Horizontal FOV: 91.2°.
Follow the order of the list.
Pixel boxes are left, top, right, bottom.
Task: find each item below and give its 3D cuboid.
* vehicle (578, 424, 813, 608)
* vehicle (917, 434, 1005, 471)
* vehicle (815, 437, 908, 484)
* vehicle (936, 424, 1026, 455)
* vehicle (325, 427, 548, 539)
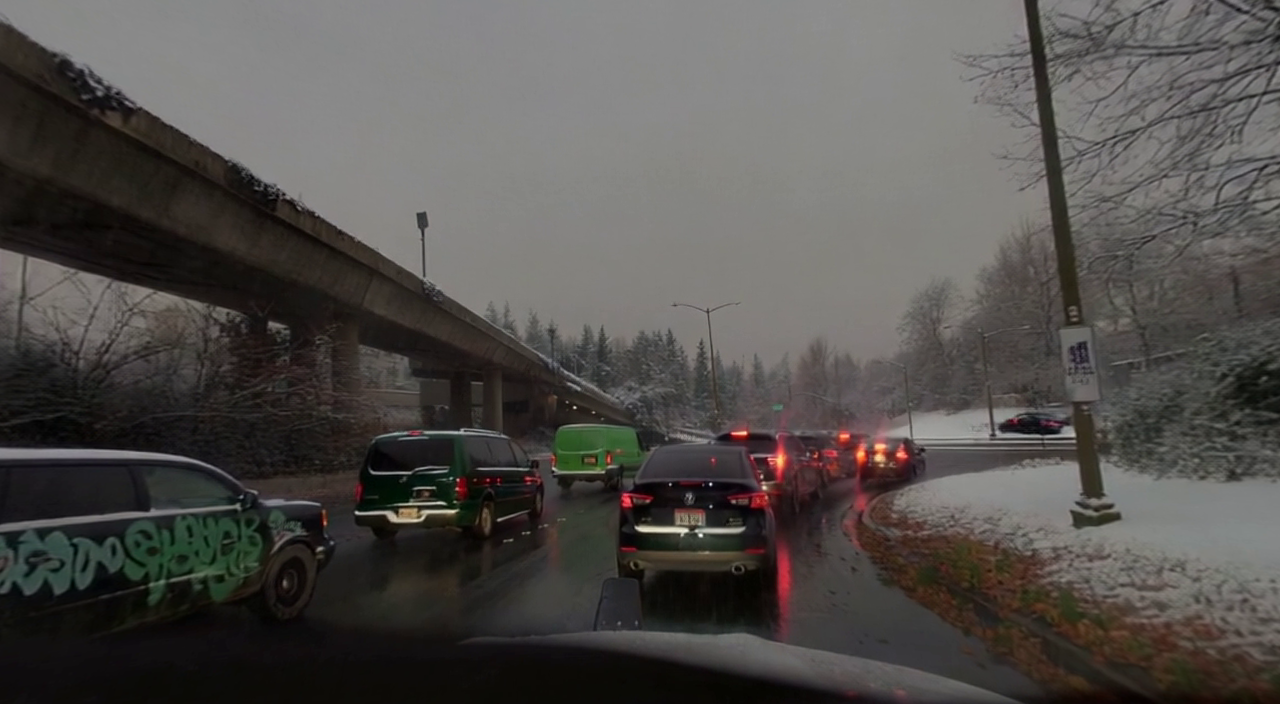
[{"bbox_3d":[0.903,1.695,7.342,2.064,1.515,3.722,-3,-9,15],"label":"vehicle"},{"bbox_3d":[14.178,4.420,27.629,3.934,1.485,1.763,6,-11,-36],"label":"vehicle"},{"bbox_3d":[7.765,3.729,21.783,1.780,1.446,3.902,-7,-11,38],"label":"vehicle"},{"bbox_3d":[19.166,4.937,35.234,4.309,1.613,1.909,3,-9,-18],"label":"vehicle"},{"bbox_3d":[-3.235,2.179,10.992,1.921,1.554,4.081,-2,-9,11],"label":"vehicle"}]
